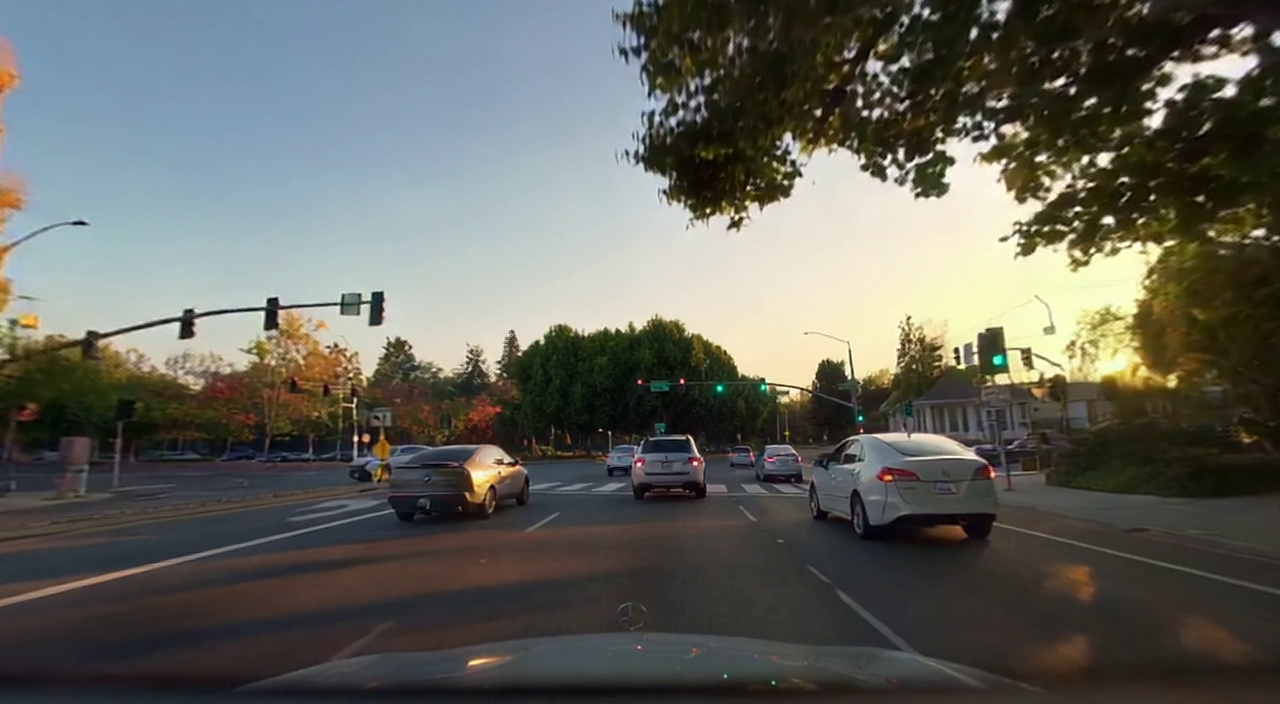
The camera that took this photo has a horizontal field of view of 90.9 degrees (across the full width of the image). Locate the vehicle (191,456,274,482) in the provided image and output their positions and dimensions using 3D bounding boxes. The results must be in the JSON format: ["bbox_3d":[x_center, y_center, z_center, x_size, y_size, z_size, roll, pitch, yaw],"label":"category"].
[{"bbox_3d":[-28.557,8.183,44.218,4.711,1.661,1.990,-2,-9,12],"label":"vehicle"}]

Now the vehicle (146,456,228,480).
[{"bbox_3d":[-34.825,8.937,48.520,4.741,1.751,2.214,-2,-9,8],"label":"vehicle"}]

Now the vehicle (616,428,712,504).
[{"bbox_3d":[0.749,3.041,17.221,2.250,1.768,4.574,-1,-9,5],"label":"vehicle"}]

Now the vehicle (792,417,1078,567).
[{"bbox_3d":[3.814,1.900,9.339,2.106,1.636,4.655,-1,-9,2],"label":"vehicle"}]

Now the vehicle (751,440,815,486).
[{"bbox_3d":[5.173,4.039,23.189,1.859,1.540,3.454,-1,-9,6],"label":"vehicle"}]

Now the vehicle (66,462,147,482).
[{"bbox_3d":[-41.640,9.364,49.267,4.634,1.452,1.888,0,-9,1],"label":"vehicle"}]

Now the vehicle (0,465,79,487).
[{"bbox_3d":[-44.092,8.936,45.559,4.725,1.457,2.041,1,-9,-9],"label":"vehicle"}]

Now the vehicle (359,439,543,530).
[{"bbox_3d":[-3.445,2.513,12.612,2.006,1.464,4.586,-1,-9,4],"label":"vehicle"}]

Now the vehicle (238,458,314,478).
[{"bbox_3d":[-27.214,8.671,47.161,4.647,1.427,2.065,-2,-9,13],"label":"vehicle"}]
